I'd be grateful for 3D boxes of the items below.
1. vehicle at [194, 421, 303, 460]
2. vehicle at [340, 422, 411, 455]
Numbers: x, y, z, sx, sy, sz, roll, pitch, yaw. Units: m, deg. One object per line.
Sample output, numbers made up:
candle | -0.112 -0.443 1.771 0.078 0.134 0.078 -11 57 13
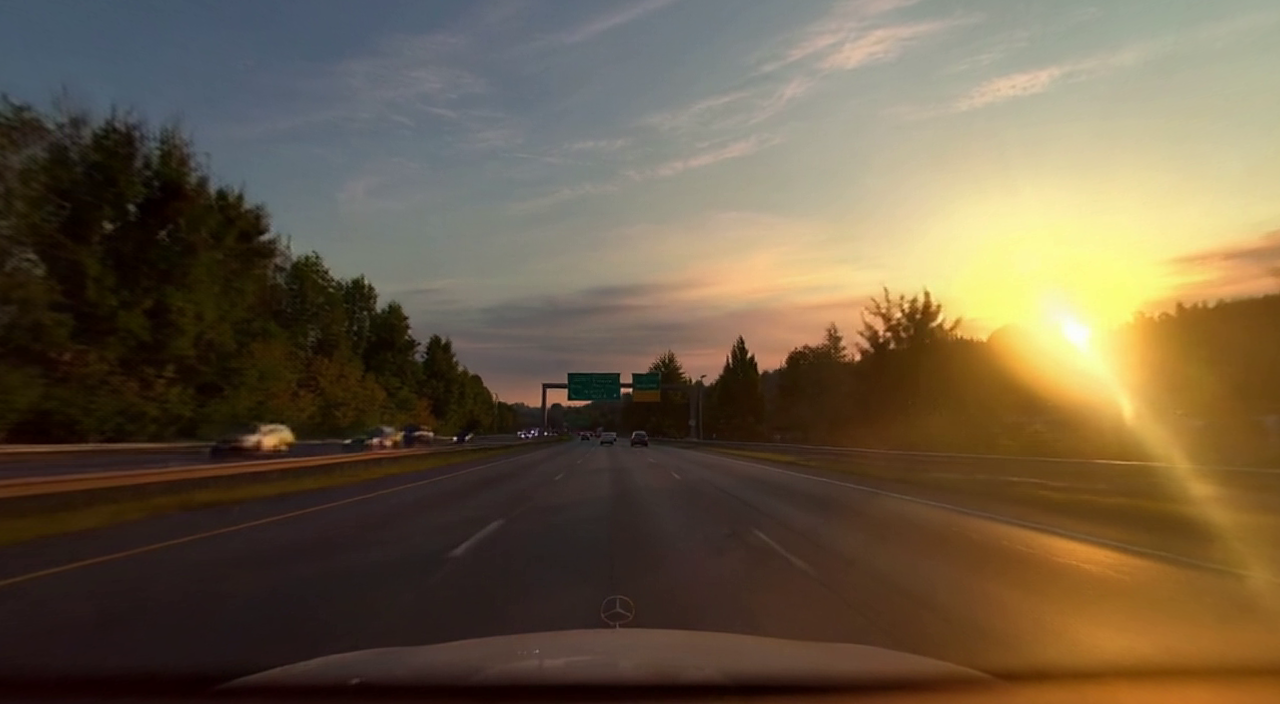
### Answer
vehicle | -17.946 4.081 29.246 2.059 1.643 4.855 0 -8 -2
vehicle | -13.983 4.616 33.650 1.974 1.592 4.533 0 -8 -2
